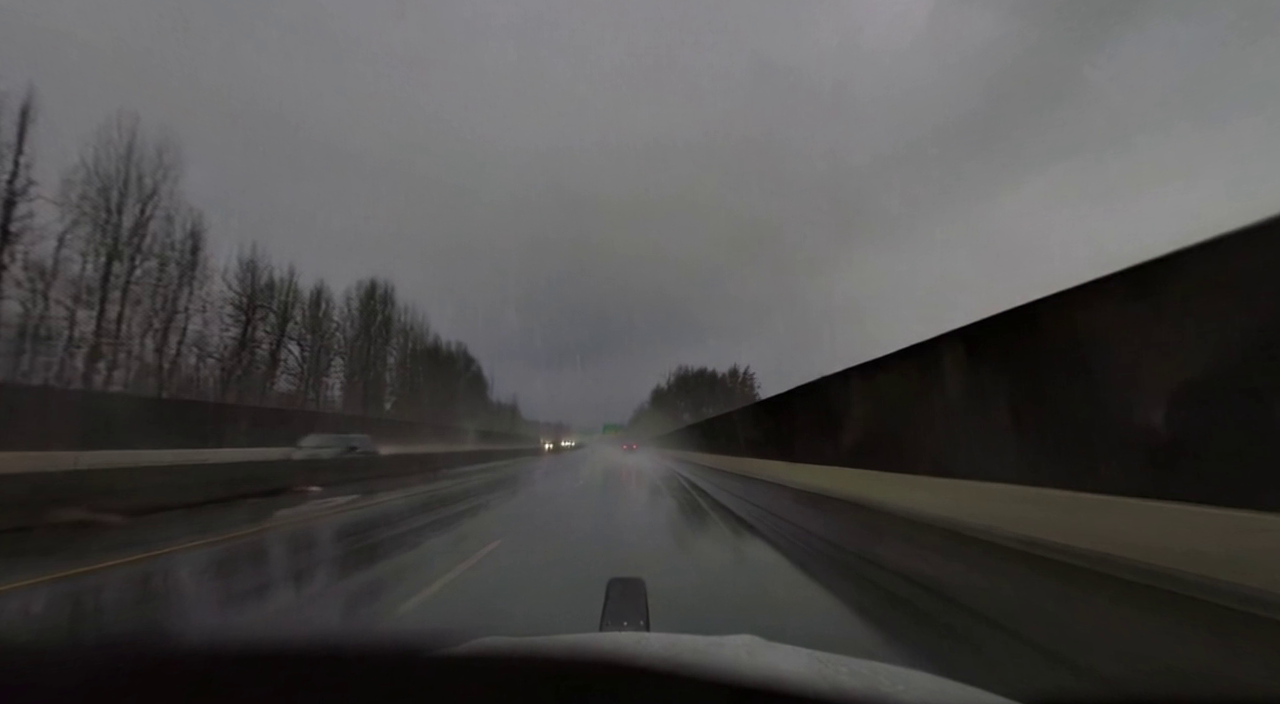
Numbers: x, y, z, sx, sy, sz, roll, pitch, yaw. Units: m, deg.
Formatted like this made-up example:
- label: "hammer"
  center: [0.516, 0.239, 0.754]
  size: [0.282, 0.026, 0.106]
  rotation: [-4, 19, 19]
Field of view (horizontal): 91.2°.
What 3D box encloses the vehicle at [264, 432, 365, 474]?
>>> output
- label: "vehicle"
  center: [-12.548, 3.915, 24.500]
  size: [1.832, 1.504, 3.901]
  rotation: [0, -8, 0]
